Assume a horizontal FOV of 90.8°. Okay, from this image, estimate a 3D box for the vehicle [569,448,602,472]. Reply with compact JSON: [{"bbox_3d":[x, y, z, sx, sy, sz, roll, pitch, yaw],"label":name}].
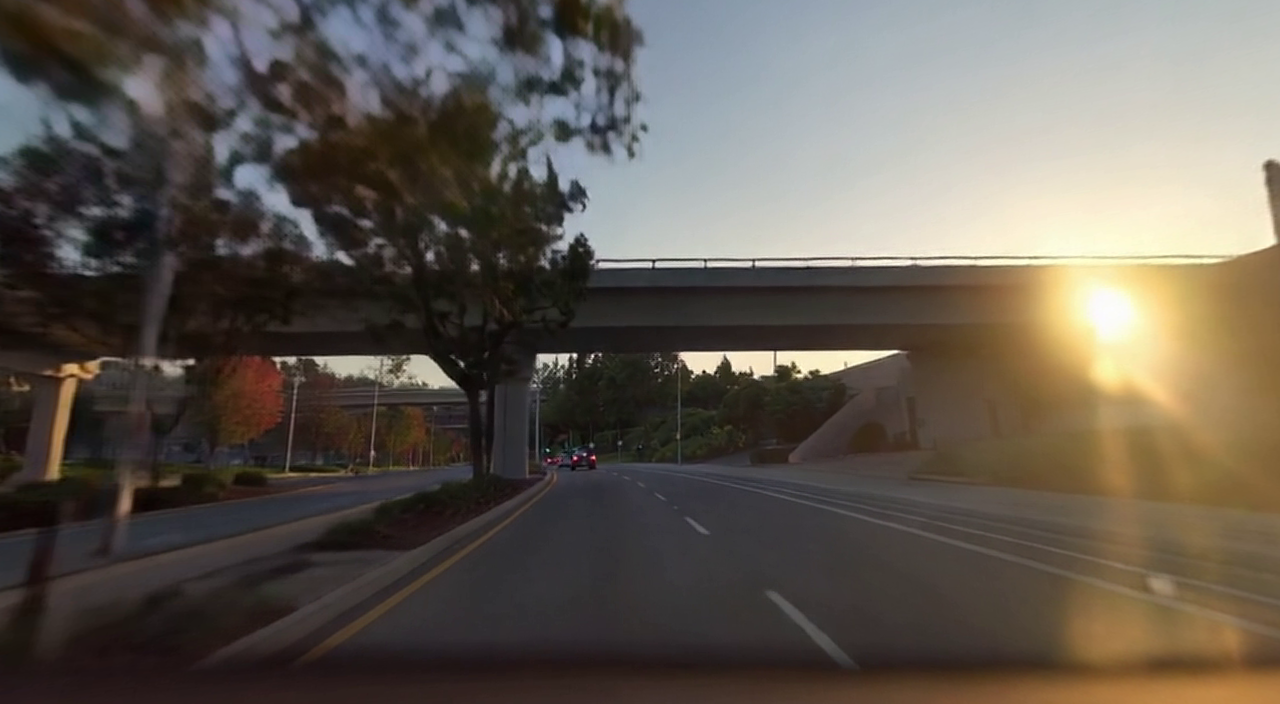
[{"bbox_3d":[-4.185,8.132,47.826,2.184,1.713,4.231,1,-9,-9],"label":"vehicle"}]
